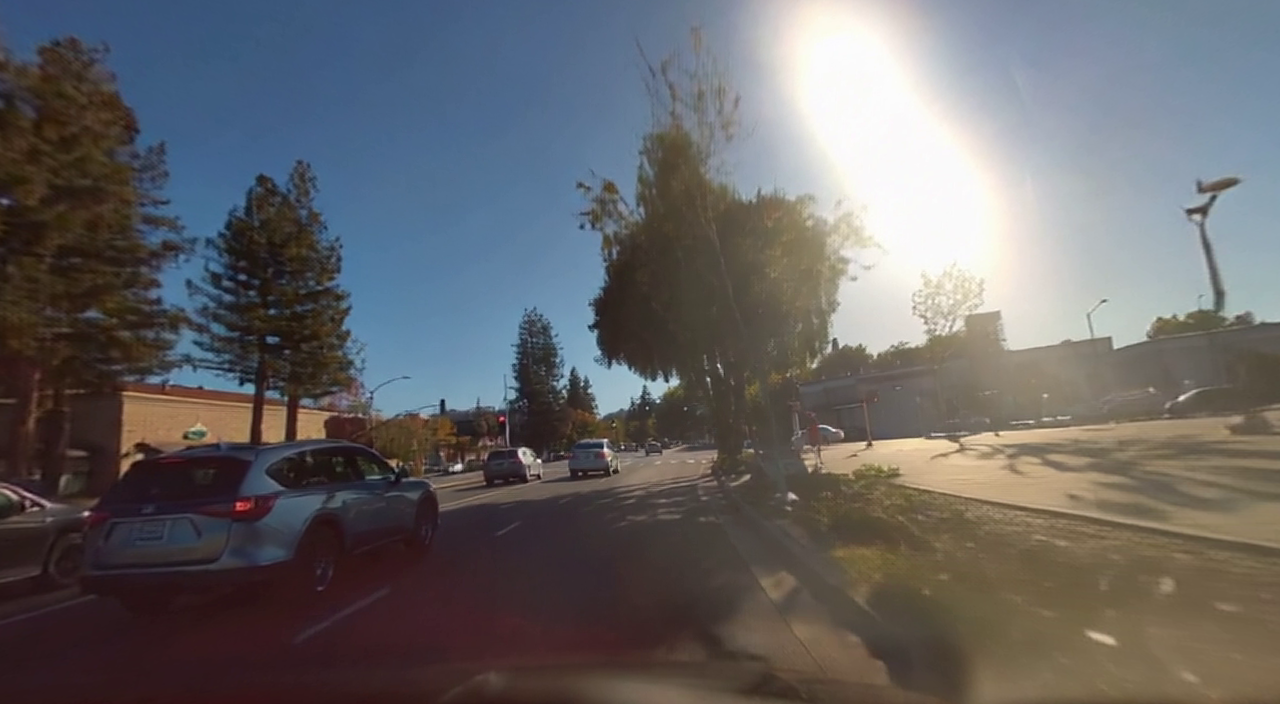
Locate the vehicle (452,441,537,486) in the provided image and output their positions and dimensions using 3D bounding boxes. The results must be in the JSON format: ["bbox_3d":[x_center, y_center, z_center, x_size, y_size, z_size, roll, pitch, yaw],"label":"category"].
[{"bbox_3d":[-6.154,4.765,27.403,2.160,1.779,4.549,-1,-8,7],"label":"vehicle"}]

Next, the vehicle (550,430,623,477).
[{"bbox_3d":[-2.143,4.294,26.929,2.167,1.832,4.679,-1,-8,7],"label":"vehicle"}]

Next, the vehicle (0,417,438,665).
[{"bbox_3d":[-3.892,1.614,6.616,2.002,1.664,4.113,-4,-7,3],"label":"vehicle"}]
